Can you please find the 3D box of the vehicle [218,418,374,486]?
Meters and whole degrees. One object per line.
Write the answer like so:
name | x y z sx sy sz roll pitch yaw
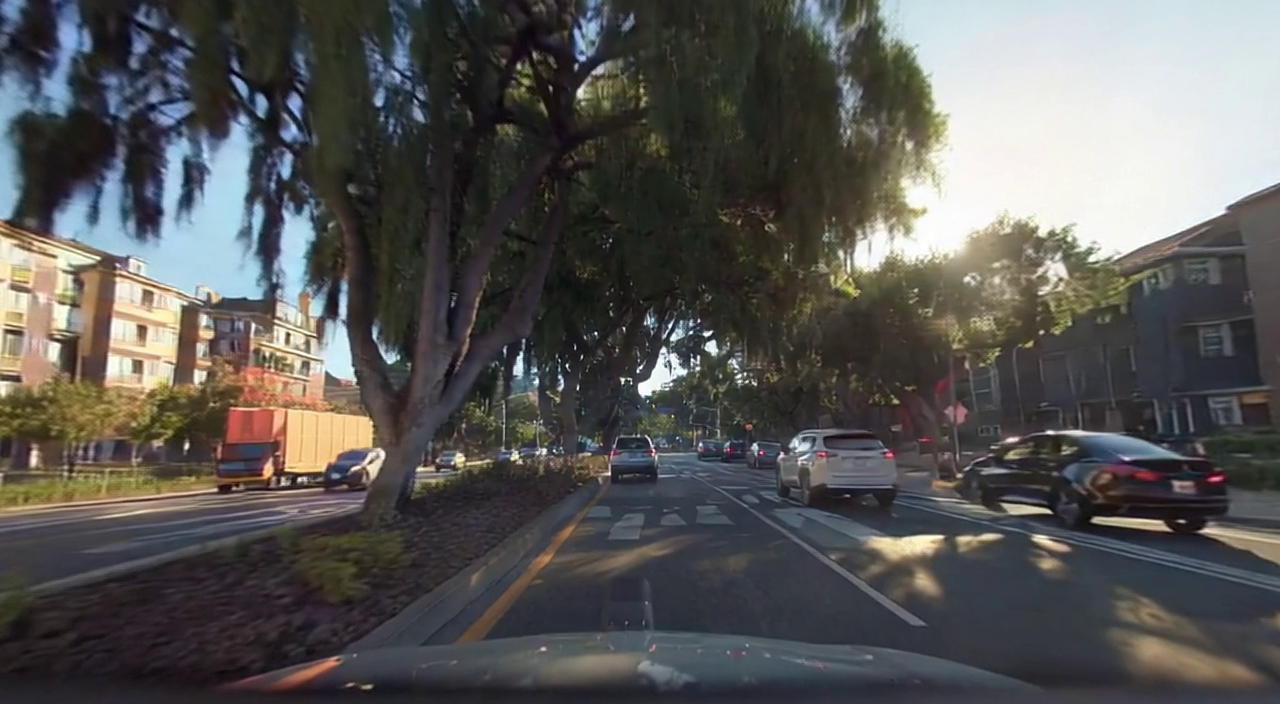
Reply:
vehicle | -20.063 5.969 38.026 3.233 3.473 10.664 0 -8 1

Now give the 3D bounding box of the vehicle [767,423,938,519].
vehicle | 4.235 2.447 13.500 2.100 1.689 4.501 0 -8 1

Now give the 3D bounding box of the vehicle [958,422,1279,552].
vehicle | 7.304 1.994 10.027 2.133 1.583 4.496 0 -8 0

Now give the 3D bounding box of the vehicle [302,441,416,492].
vehicle | -10.616 4.325 24.270 2.142 1.742 4.523 0 -8 2

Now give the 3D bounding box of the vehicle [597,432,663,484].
vehicle | -0.377 4.080 24.535 2.332 1.798 4.546 0 -8 0
